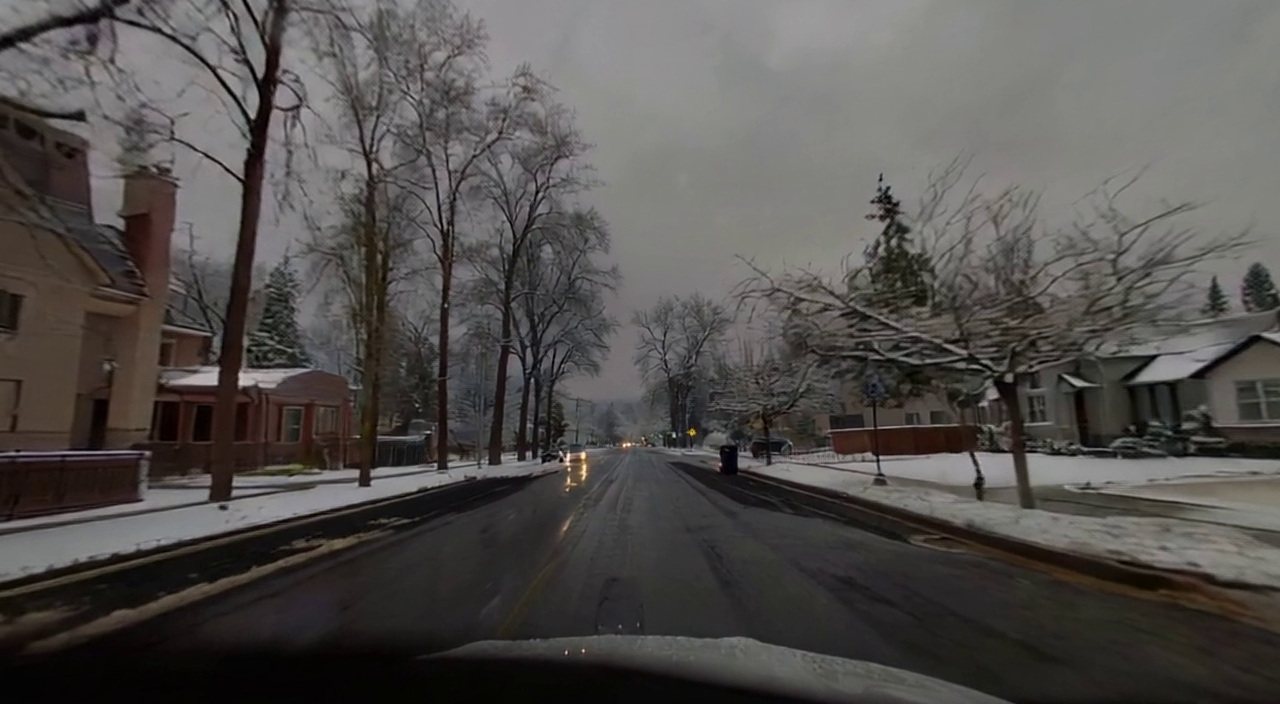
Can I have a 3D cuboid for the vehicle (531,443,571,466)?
[{"bbox_3d":[-6.152,7.140,44.178,2.026,1.449,4.422,-1,-8,2],"label":"vehicle"}]
